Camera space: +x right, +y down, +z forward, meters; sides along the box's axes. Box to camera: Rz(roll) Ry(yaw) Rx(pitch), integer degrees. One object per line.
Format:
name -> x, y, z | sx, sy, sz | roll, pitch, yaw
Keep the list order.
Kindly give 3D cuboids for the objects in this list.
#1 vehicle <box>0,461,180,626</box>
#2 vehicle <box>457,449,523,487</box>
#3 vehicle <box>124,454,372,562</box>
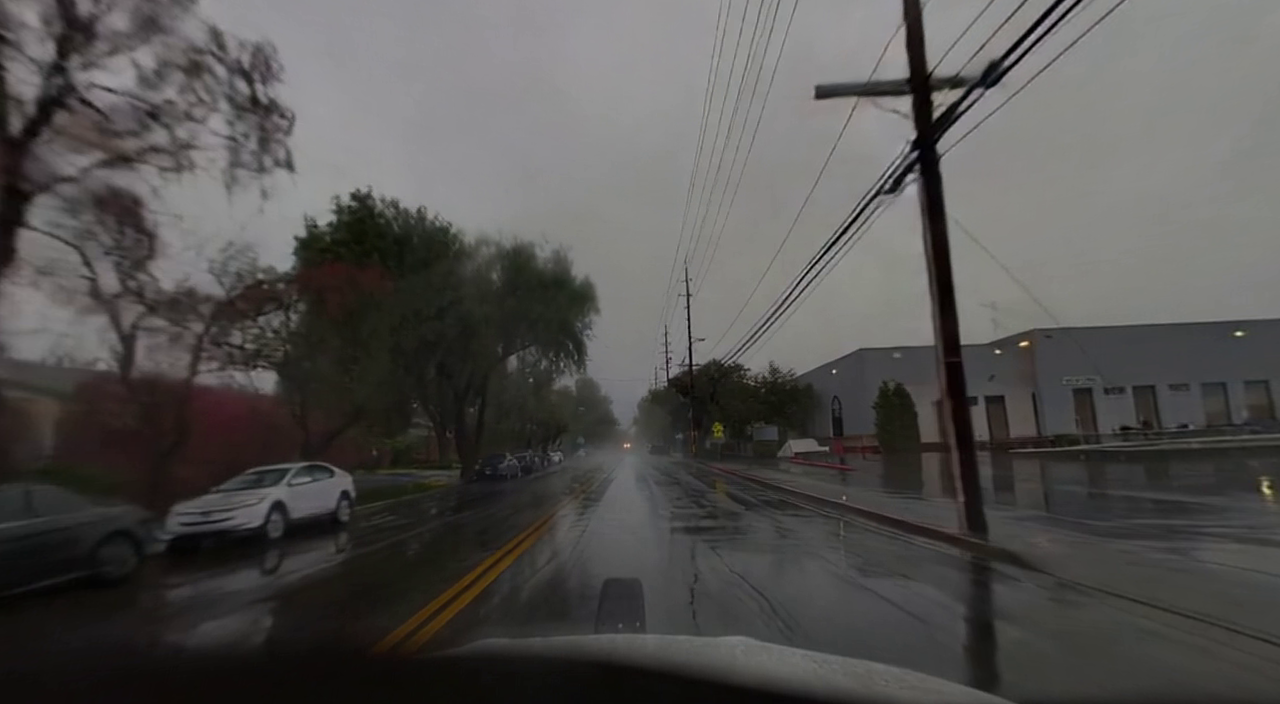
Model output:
vehicle -> -6.669, 1.821, 5.703 | 1.815, 1.402, 4.559 | -4, -8, -3
vehicle -> -6.706, 5.189, 28.640 | 1.887, 1.460, 4.444 | -4, -8, 0
vehicle -> -6.629, 2.621, 11.405 | 1.815, 1.384, 4.357 | -3, -8, -1
